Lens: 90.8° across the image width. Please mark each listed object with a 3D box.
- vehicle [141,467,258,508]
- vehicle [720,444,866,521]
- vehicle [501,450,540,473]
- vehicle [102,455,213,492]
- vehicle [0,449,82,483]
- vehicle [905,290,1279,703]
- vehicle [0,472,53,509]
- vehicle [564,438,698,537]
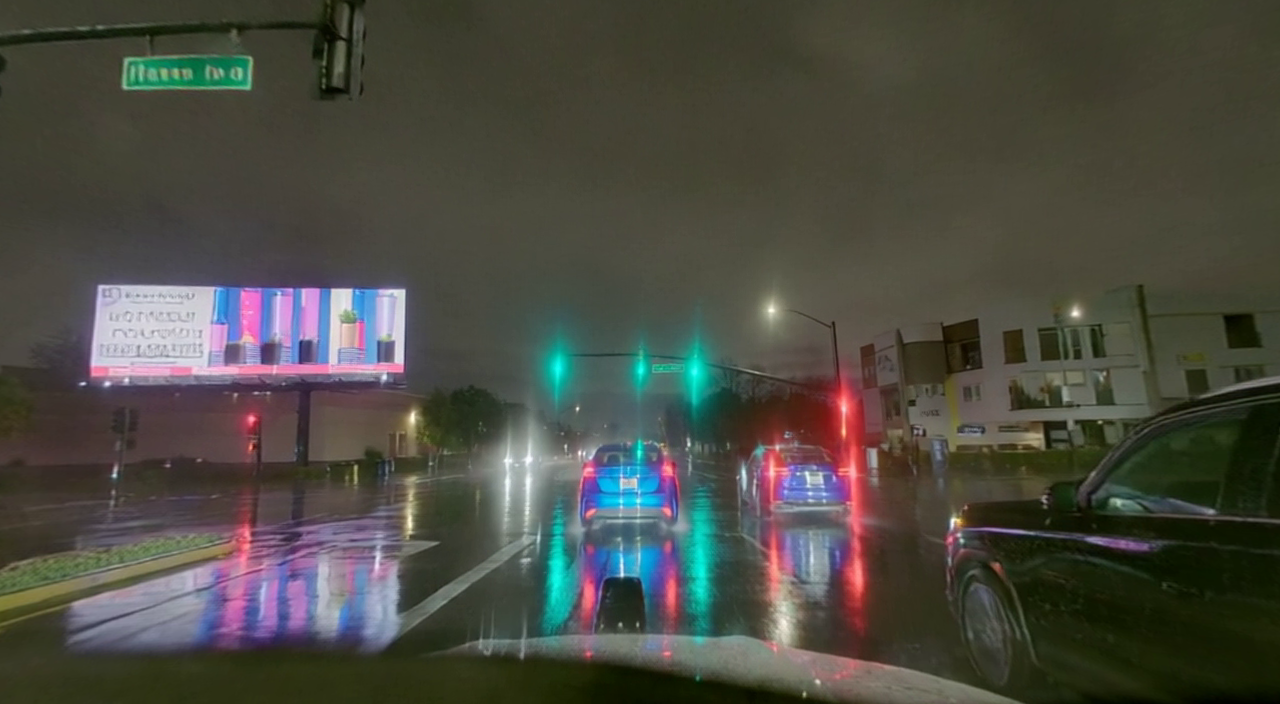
[{"bbox_3d":[-19.155,5.876,27.786,1.942,1.453,4.448,0,-8,0],"label":"vehicle"},{"bbox_3d":[3.153,2.790,14.108,2.009,1.414,4.416,0,-9,-2],"label":"vehicle"},{"bbox_3d":[-8.593,7.907,45.896,1.879,1.510,4.619,0,-9,1],"label":"vehicle"},{"bbox_3d":[-27.583,6.937,36.409,2.300,1.932,5.056,-1,-9,2],"label":"vehicle"},{"bbox_3d":[-35.721,6.518,36.491,2.145,1.797,5.198,-1,-9,1],"label":"vehicle"},{"bbox_3d":[2.985,0.777,2.377,2.047,1.785,4.357,0,-9,0],"label":"vehicle"},{"bbox_3d":[-28.081,6.190,28.502,1.972,1.433,4.324,8,-12,-39],"label":"vehicle"},{"bbox_3d":[-0.178,2.411,11.851,2.095,1.502,3.873,0,-9,-1],"label":"vehicle"}]
